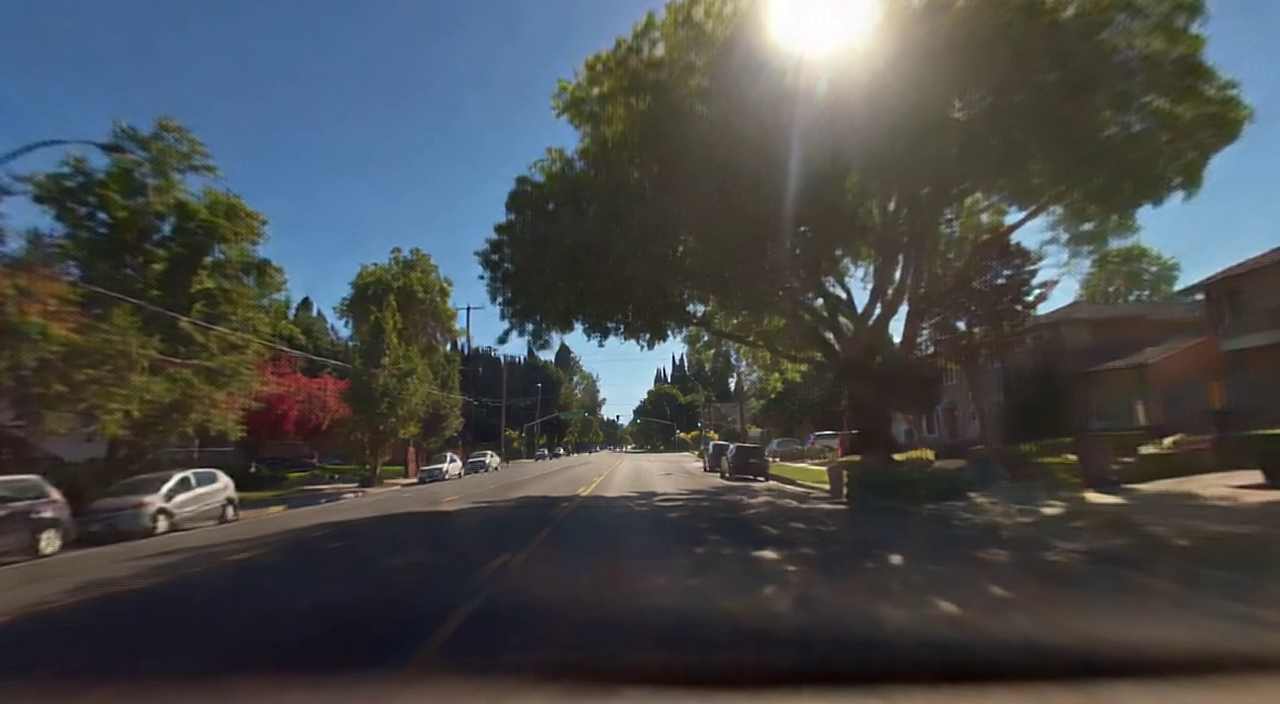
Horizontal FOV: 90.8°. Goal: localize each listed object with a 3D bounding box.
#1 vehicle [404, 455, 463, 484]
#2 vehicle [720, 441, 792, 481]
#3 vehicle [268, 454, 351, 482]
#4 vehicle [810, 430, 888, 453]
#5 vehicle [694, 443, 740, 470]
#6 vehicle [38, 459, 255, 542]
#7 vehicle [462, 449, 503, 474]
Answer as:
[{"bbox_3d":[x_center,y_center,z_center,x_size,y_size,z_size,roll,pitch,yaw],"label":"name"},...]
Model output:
[{"bbox_3d":[-11.608,6.586,35.782,1.867,1.471,4.139,0,-9,1],"label":"vehicle"},{"bbox_3d":[4.566,4.344,25.495,2.010,1.461,4.247,0,-9,-2],"label":"vehicle"},{"bbox_3d":[-20.025,7.024,38.387,3.932,1.641,1.819,0,-8,-1],"label":"vehicle"},{"bbox_3d":[14.255,6.143,43.296,4.660,1.546,1.916,0,-8,0],"label":"vehicle"},{"bbox_3d":[4.300,5.919,35.910,2.063,1.444,4.217,0,-9,-1],"label":"vehicle"},{"bbox_3d":[-11.638,3.468,15.377,2.008,1.643,4.130,0,-8,-2],"label":"vehicle"},{"bbox_3d":[-11.688,8.097,47.115,1.977,1.753,4.278,0,-9,0],"label":"vehicle"}]
